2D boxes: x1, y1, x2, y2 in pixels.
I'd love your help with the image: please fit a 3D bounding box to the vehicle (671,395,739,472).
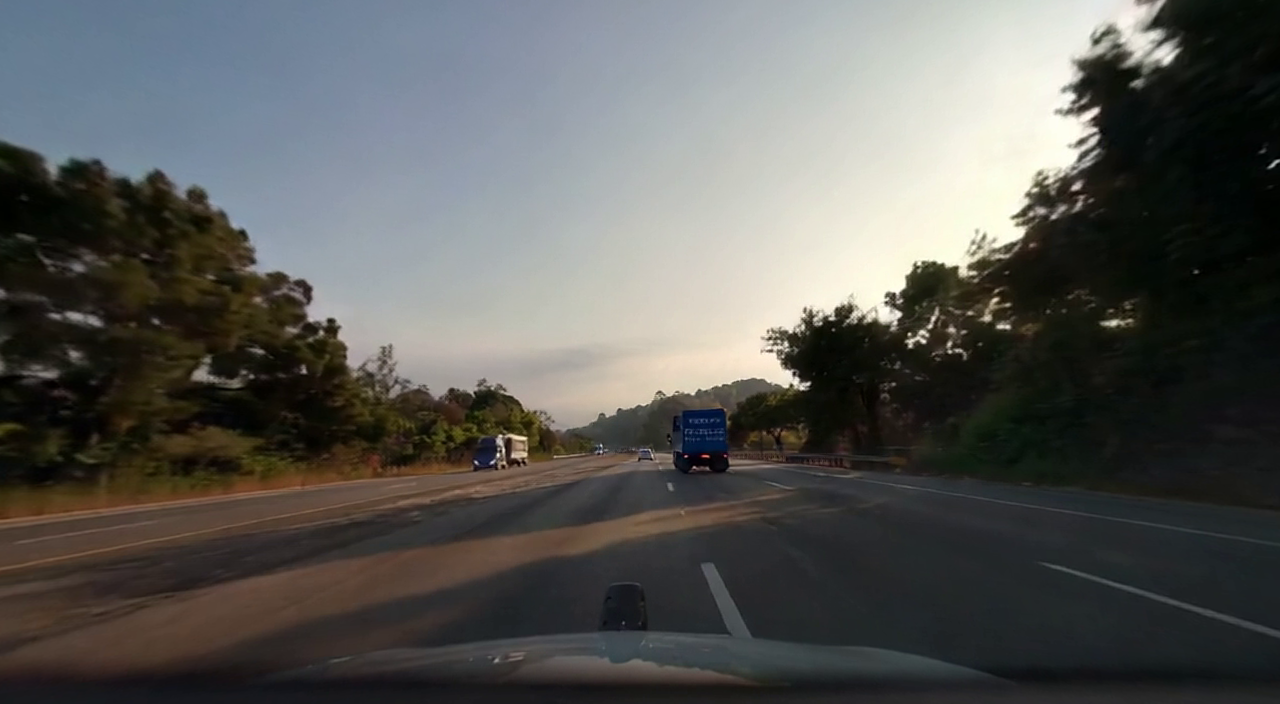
[{"bbox_3d":[3.916,5.469,41.244,3.341,4.269,12.252,0,-9,1],"label":"vehicle"}]
